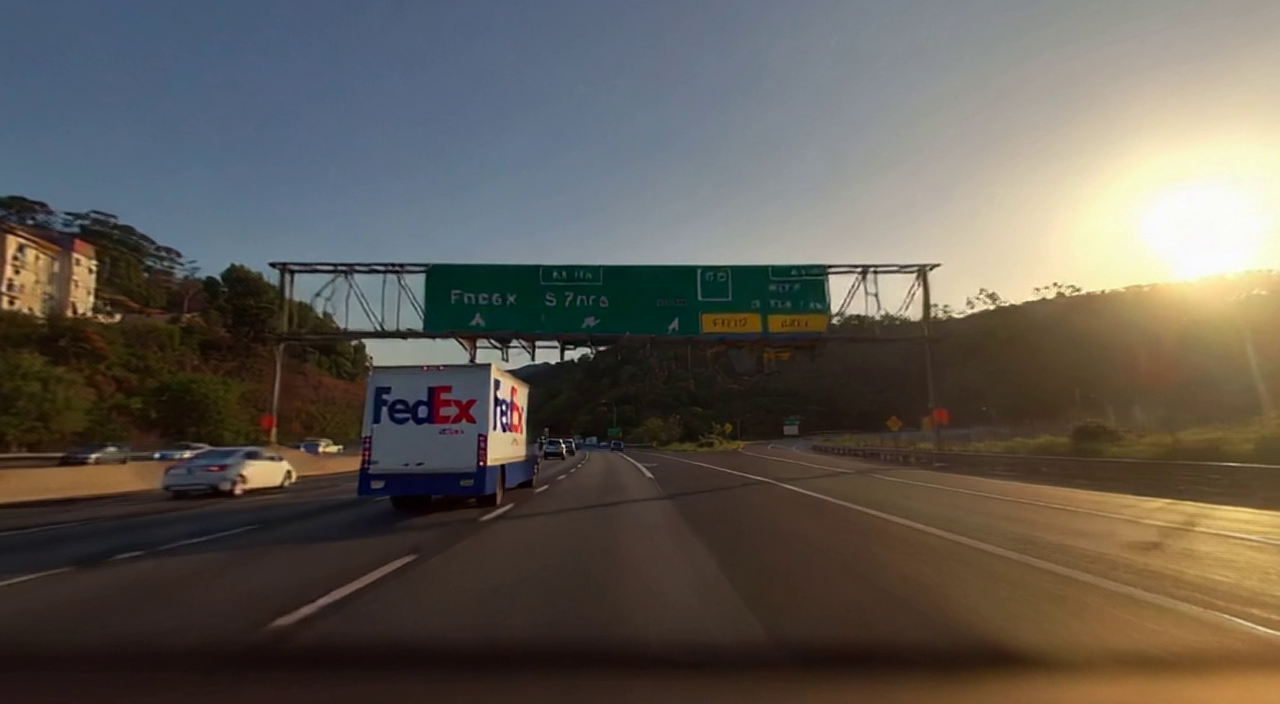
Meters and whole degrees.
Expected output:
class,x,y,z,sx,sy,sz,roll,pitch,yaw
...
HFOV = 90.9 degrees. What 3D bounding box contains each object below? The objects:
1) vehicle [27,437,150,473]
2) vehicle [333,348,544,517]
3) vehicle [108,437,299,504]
class,x,y,z,sx,sy,sz,roll,pitch,yaw
vehicle,-28.329,5.285,32.656,2.117,1.738,4.824,0,-8,-2
vehicle,-4.391,2.052,15.837,2.798,3.212,7.573,0,-8,0
vehicle,-11.792,3.198,17.563,1.981,1.607,4.703,0,-8,-1
